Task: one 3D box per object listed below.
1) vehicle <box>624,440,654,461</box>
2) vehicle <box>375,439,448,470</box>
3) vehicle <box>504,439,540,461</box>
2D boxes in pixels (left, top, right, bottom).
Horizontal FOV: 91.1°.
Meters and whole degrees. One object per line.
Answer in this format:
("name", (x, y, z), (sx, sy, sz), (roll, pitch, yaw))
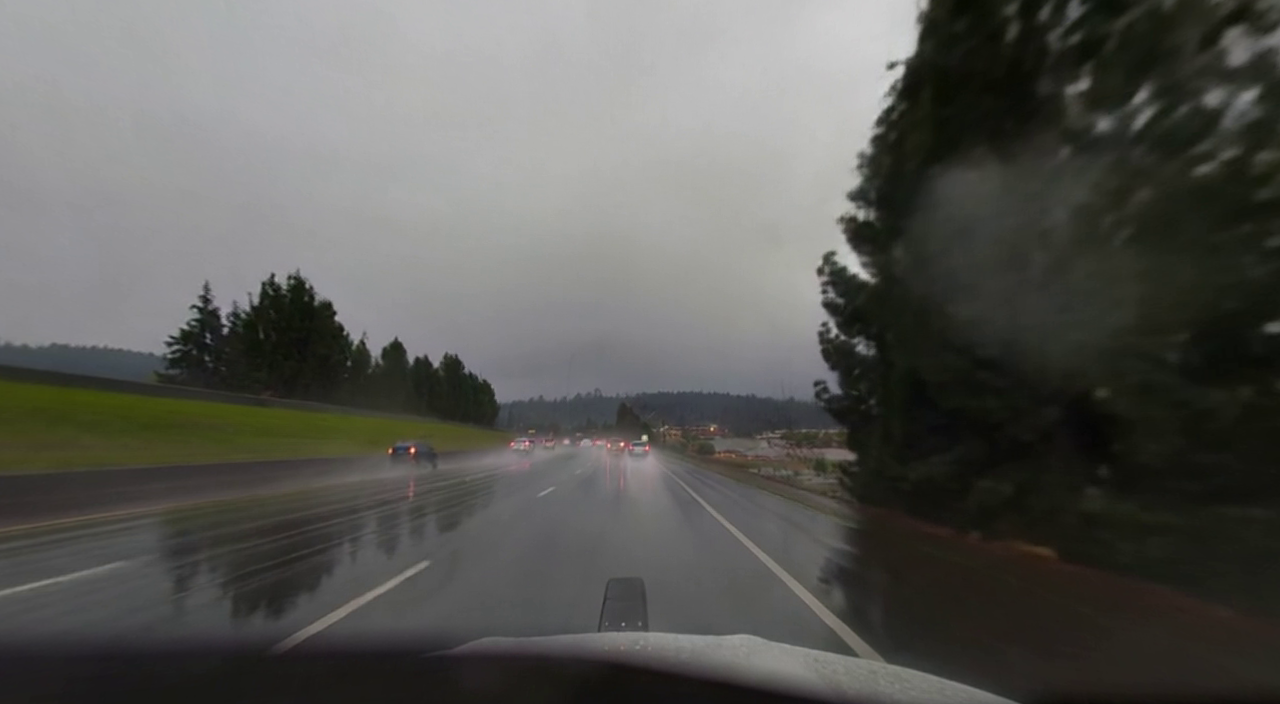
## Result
("vehicle", (-0.133, 7.253, 46.180), (2.060, 1.465, 3.974), (0, -8, -2))
("vehicle", (-11.799, 5.333, 32.821), (2.056, 1.489, 4.852), (0, -8, 0))
("vehicle", (-9.064, 7.576, 48.676), (2.015, 1.651, 4.432), (0, -8, -1))
